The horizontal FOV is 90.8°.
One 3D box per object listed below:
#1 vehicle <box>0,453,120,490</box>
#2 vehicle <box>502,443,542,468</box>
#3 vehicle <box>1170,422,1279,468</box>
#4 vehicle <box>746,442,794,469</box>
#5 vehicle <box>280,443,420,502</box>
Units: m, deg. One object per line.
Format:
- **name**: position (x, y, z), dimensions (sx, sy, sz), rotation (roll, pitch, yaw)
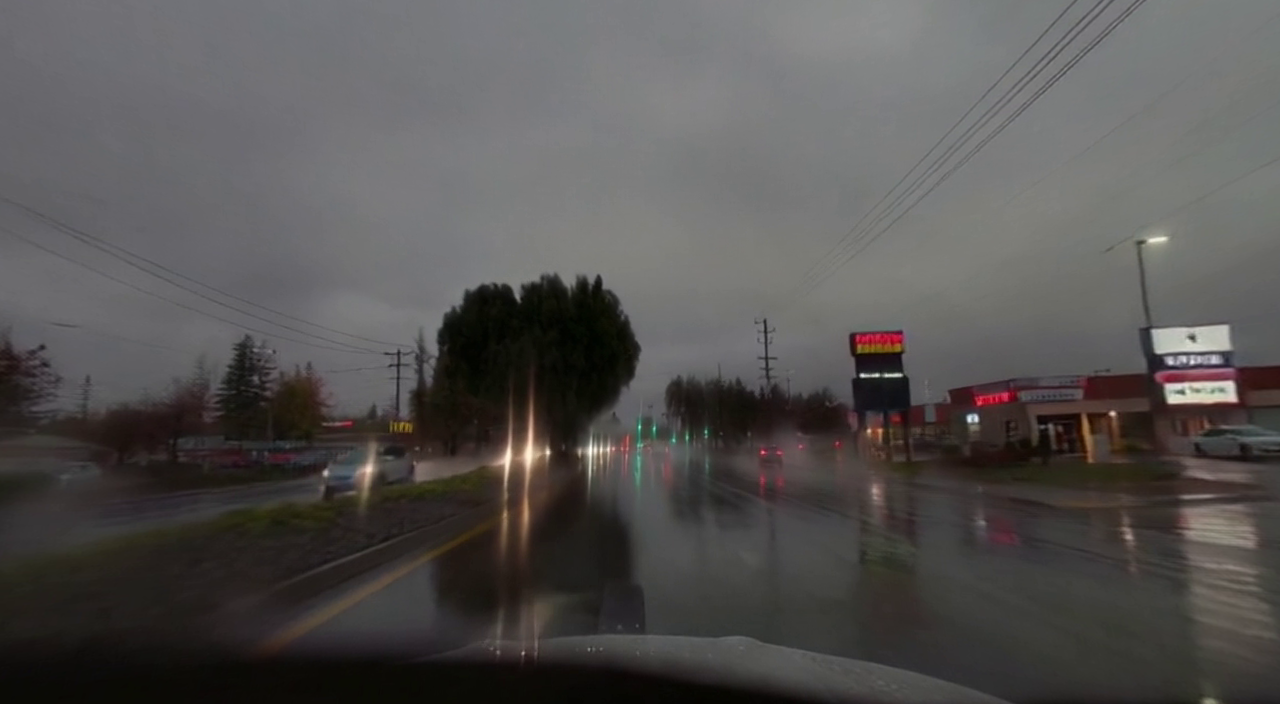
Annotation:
- **vehicle**: position (-28.499, 5.778, 30.744), dimensions (4.410, 1.609, 2.113), rotation (0, -8, -1)
- **vehicle**: position (-8.543, 7.529, 46.148), dimensions (2.113, 1.703, 4.459), rotation (0, -8, -1)
- **vehicle**: position (23.199, 3.516, 24.041), dimensions (2.113, 1.582, 4.559), rotation (0, -8, 0)
- **vehicle**: position (9.400, 7.493, 46.171), dimensions (2.358, 1.785, 5.404), rotation (0, -8, 0)
- **vehicle**: position (-8.660, 3.604, 19.444), dimensions (2.043, 1.536, 4.682), rotation (0, -8, 1)
